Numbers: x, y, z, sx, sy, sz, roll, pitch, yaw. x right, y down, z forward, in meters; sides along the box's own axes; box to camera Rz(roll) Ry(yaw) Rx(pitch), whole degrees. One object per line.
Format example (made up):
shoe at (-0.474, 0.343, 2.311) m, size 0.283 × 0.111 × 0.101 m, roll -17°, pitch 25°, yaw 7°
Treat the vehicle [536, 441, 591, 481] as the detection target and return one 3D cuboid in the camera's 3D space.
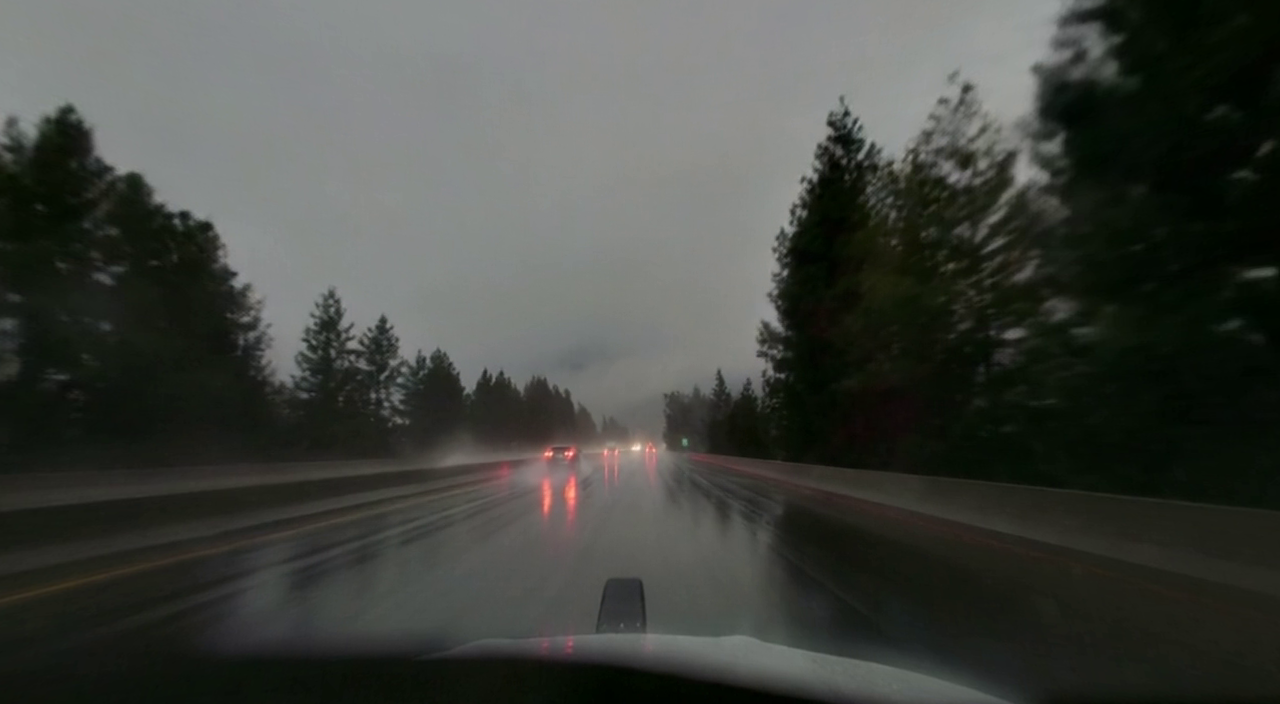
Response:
vehicle at (-3.272, 4.765, 27.708) m, size 1.846 × 1.600 × 4.108 m, roll 0°, pitch -9°, yaw 1°
